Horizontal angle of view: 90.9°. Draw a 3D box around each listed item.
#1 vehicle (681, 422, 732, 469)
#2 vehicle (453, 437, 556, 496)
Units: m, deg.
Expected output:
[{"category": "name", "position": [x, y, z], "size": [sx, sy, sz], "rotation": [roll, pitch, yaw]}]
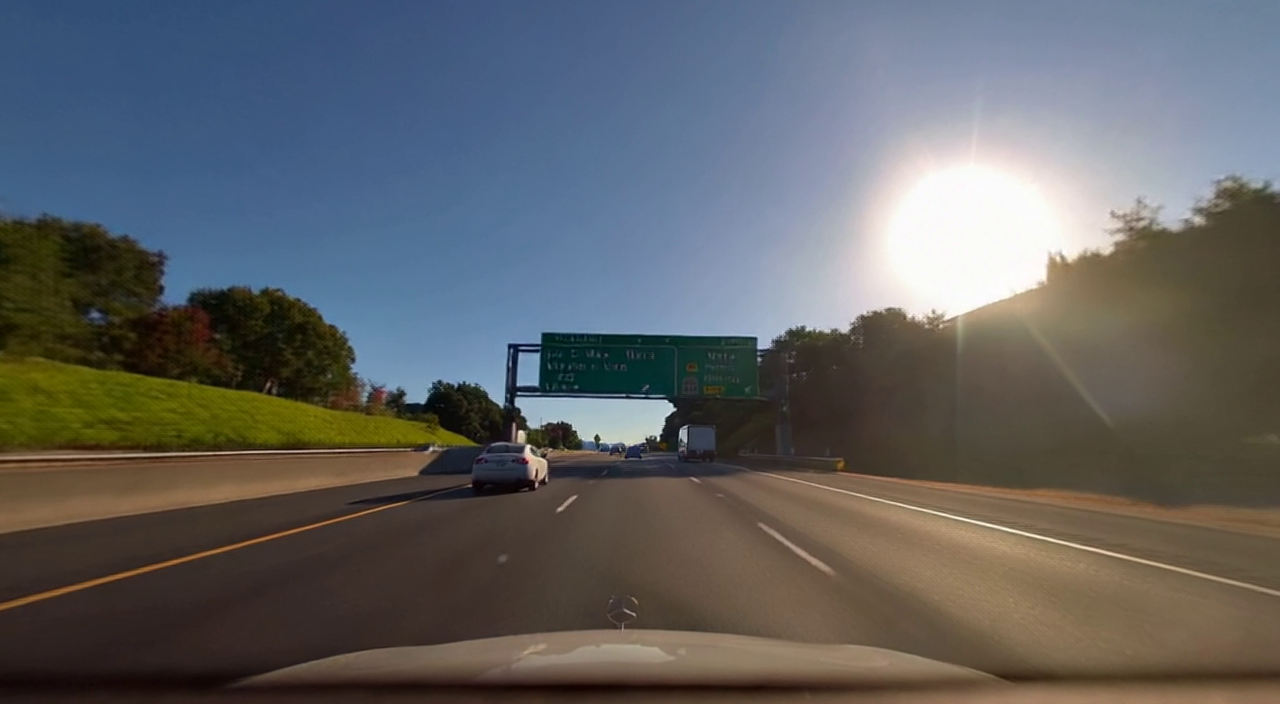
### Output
[{"category": "vehicle", "position": [3.935, 5.712, 38.420], "size": [2.361, 2.636, 5.684], "rotation": [0, -9, -1]}, {"category": "vehicle", "position": [-3.821, 3.333, 18.636], "size": [2.054, 1.529, 4.368], "rotation": [0, -9, 1]}]
